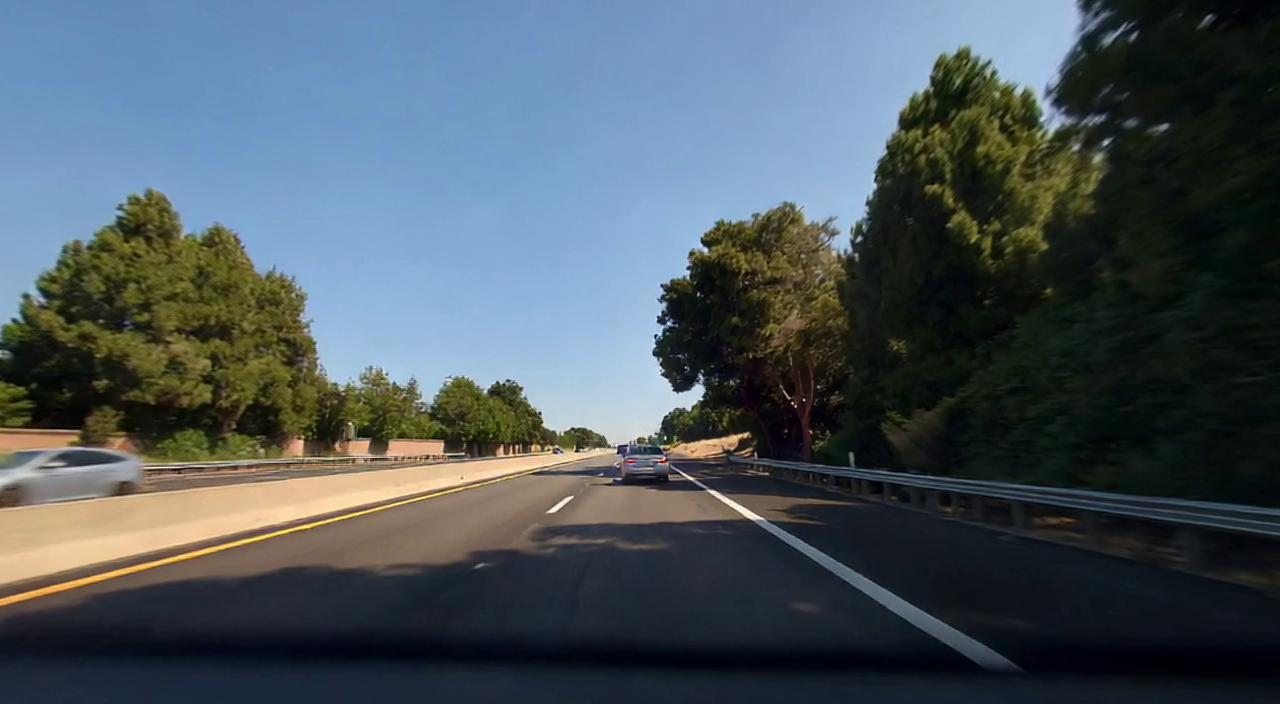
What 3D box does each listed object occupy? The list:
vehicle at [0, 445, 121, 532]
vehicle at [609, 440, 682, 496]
[{"bbox_3d":[-12.906,2.601,12.011,1.986,1.604,4.568,0,-9,0],"label":"vehicle"},{"bbox_3d":[0.046,3.549,19.567,2.021,1.533,4.014,0,-9,-3],"label":"vehicle"}]
